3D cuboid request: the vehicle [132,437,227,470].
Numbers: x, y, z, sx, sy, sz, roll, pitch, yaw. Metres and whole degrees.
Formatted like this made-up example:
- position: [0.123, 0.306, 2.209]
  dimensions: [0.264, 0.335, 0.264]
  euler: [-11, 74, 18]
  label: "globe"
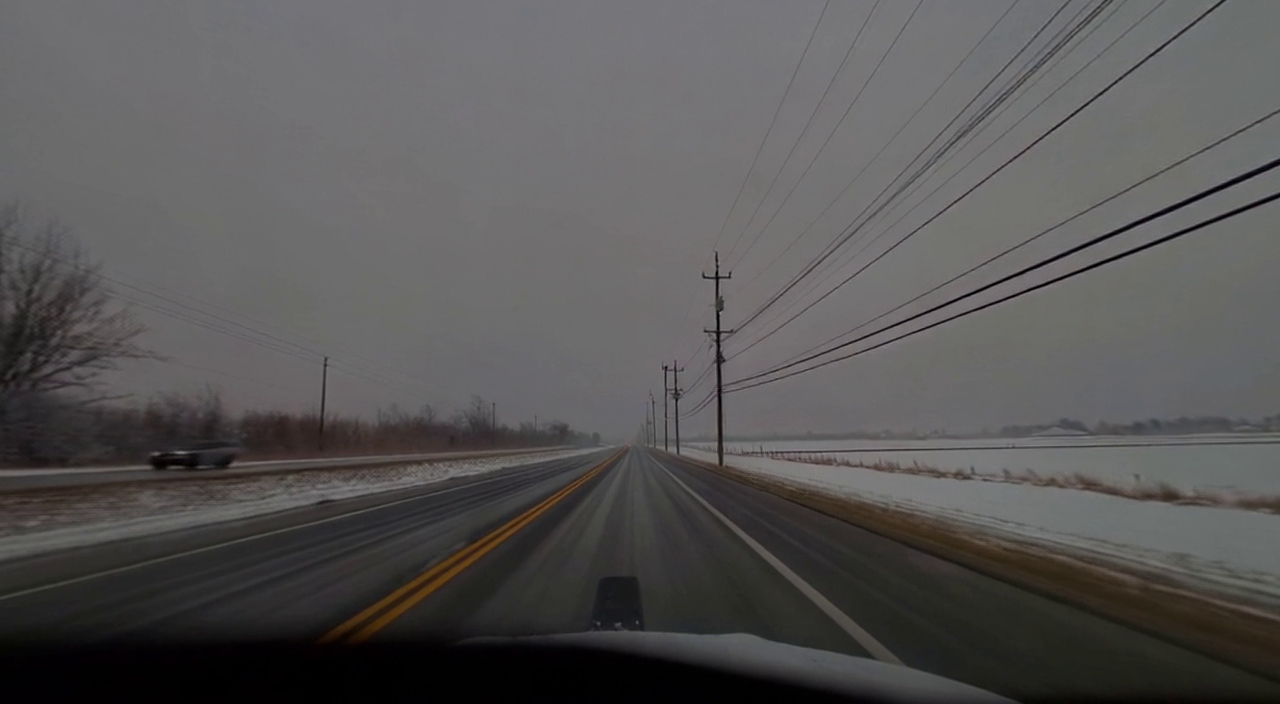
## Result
- position: [-25.139, 5.565, 34.617]
  dimensions: [1.895, 1.642, 4.415]
  euler: [0, -9, 0]
  label: "vehicle"
